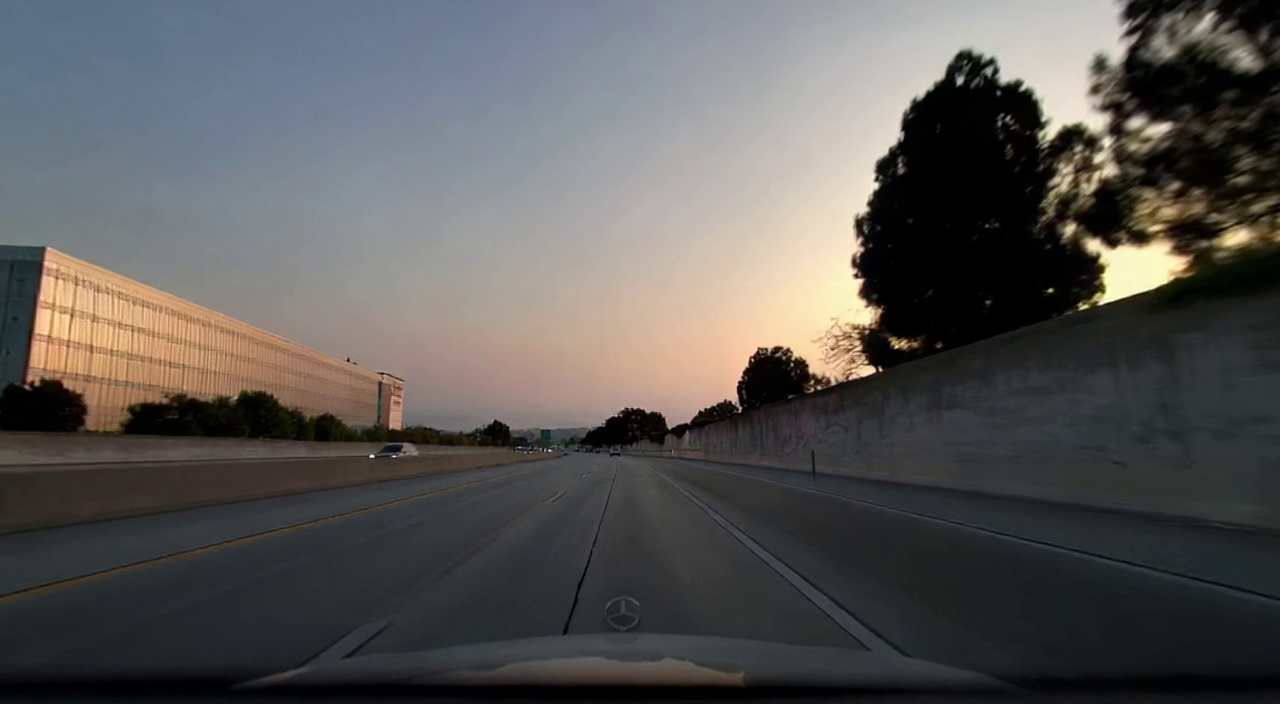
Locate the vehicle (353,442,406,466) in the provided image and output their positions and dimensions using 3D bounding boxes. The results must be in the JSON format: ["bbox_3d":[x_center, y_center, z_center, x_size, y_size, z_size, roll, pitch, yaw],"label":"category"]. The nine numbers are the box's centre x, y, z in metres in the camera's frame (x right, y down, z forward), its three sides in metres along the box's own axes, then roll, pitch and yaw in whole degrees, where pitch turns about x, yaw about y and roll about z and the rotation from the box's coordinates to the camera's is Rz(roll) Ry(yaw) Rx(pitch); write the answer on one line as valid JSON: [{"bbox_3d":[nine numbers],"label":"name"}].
[{"bbox_3d":[-18.000,7.060,43.487,1.898,1.557,4.267,0,-9,0],"label":"vehicle"}]
